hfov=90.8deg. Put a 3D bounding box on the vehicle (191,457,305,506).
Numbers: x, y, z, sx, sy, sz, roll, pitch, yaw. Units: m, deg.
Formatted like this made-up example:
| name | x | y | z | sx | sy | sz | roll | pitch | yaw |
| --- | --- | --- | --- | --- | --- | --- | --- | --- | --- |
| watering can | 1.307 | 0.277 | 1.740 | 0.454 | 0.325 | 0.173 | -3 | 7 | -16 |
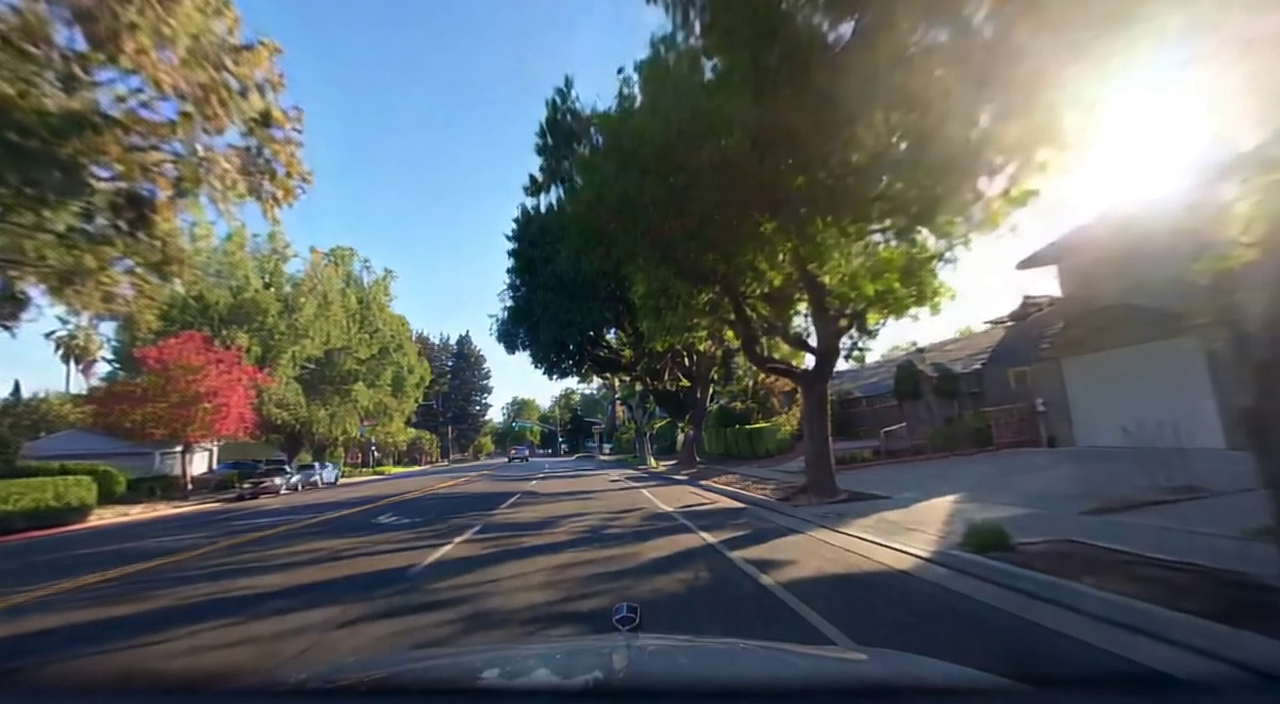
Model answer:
| name | x | y | z | sx | sy | sz | roll | pitch | yaw |
| --- | --- | --- | --- | --- | --- | --- | --- | --- | --- |
| vehicle | -16.717 | 5.511 | 27.354 | 2.029 | 1.726 | 5.366 | -4 | -9 | -6 |
